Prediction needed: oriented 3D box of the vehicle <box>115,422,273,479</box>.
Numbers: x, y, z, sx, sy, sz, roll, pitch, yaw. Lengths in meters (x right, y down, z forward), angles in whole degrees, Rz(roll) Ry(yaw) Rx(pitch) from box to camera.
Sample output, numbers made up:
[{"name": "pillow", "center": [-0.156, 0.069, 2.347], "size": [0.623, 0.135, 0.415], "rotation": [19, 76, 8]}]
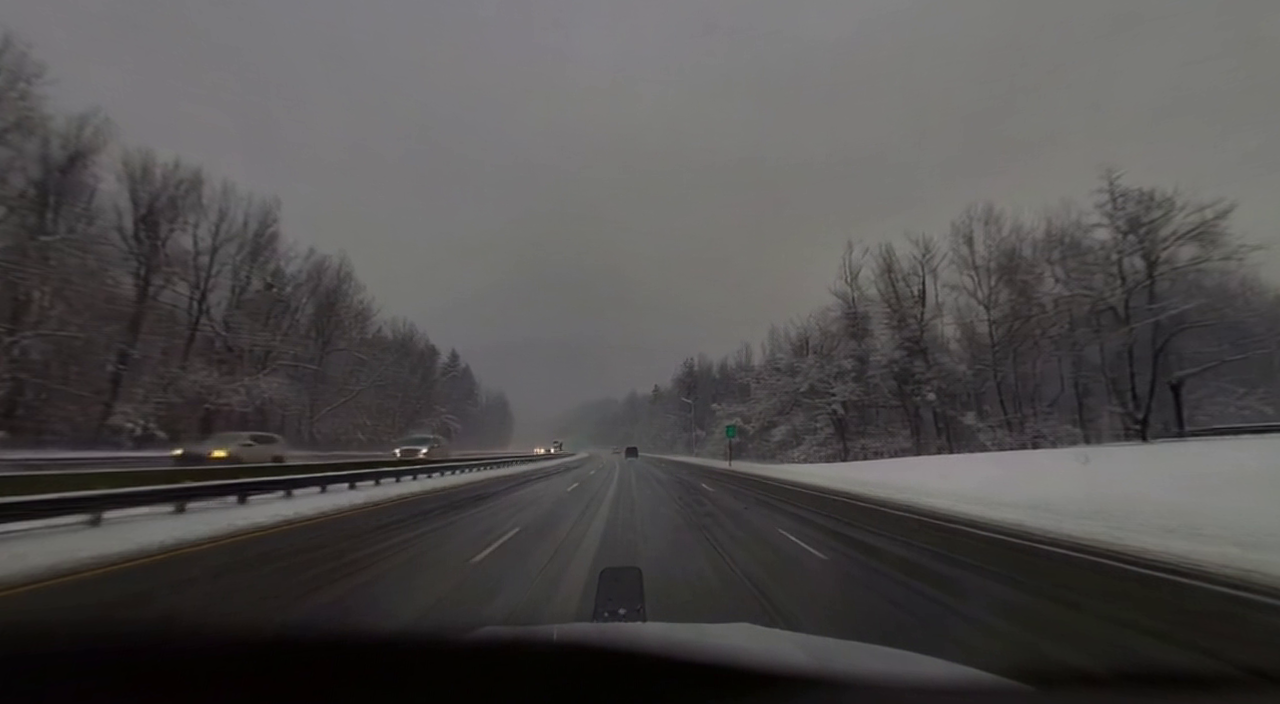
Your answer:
[{"name": "vehicle", "center": [-14.339, 3.232, 20.663], "size": [1.922, 1.655, 4.410], "rotation": [0, -9, 0]}]

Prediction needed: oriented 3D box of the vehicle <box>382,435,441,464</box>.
[{"name": "vehicle", "center": [-15.081, 6.494, 41.906], "size": [1.979, 1.744, 5.006], "rotation": [0, -9, 0]}]
